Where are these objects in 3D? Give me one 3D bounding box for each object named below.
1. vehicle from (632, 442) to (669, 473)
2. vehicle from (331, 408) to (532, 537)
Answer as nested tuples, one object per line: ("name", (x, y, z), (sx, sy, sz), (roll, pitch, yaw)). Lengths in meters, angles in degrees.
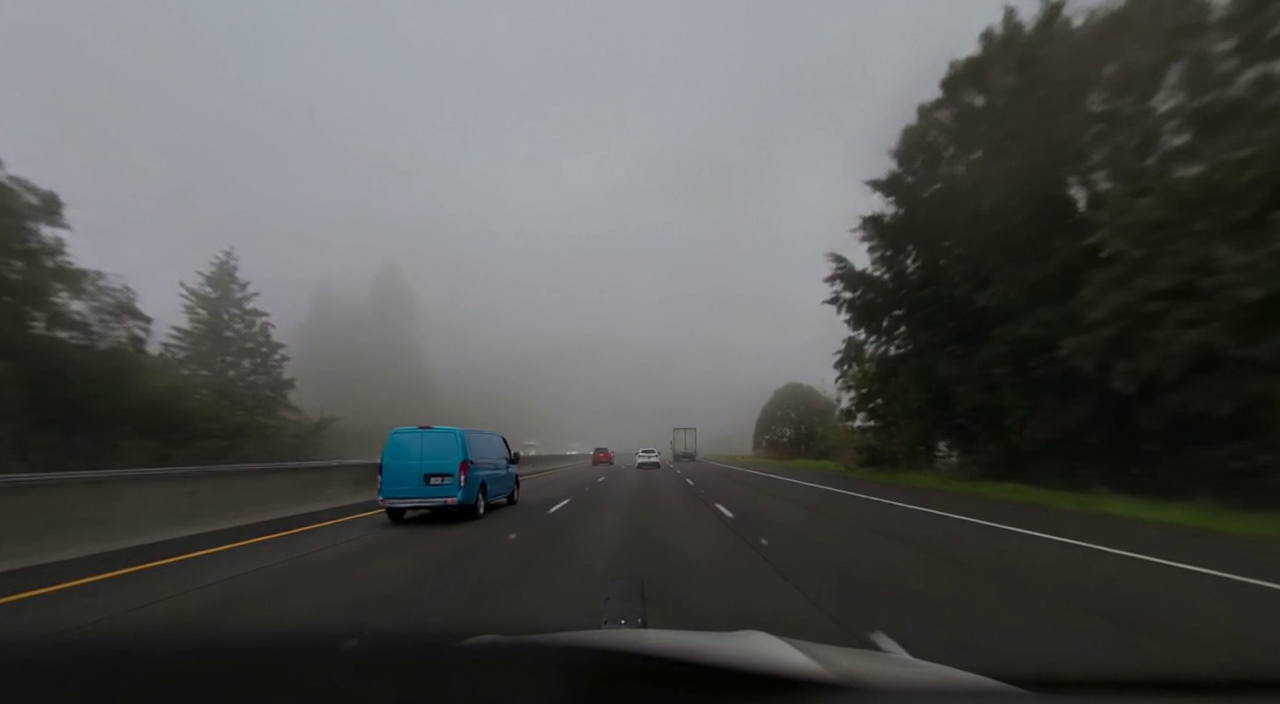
("vehicle", (0.643, 6.598, 39.707), (2.209, 1.825, 4.036), (0, -9, 1))
("vehicle", (-3.711, 2.279, 12.481), (2.167, 1.991, 5.062), (0, -9, 1))
